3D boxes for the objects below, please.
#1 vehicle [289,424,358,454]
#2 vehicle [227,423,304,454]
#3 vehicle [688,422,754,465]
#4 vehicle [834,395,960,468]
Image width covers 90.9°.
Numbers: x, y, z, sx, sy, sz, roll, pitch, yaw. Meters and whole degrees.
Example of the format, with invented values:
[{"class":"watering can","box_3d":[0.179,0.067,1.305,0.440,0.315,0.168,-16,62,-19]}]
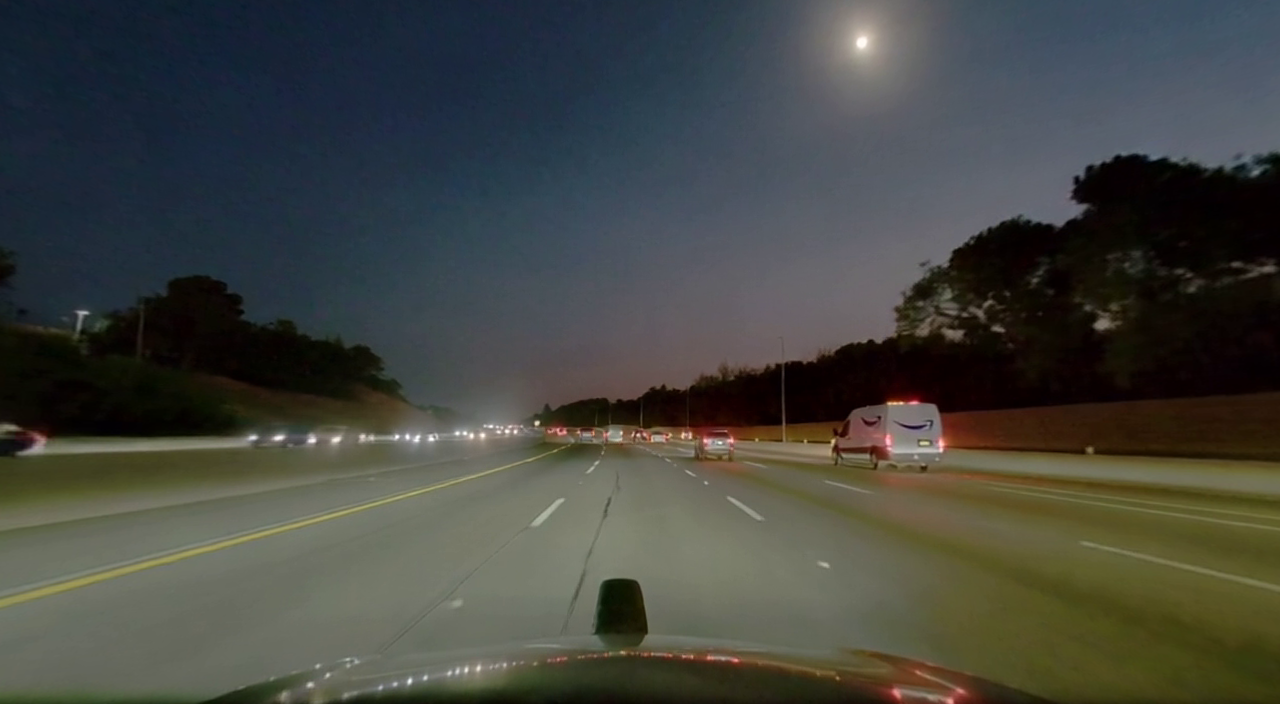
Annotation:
[{"class":"vehicle","box_3d":[-18.531,5.124,37.132,1.875,1.585,4.514,0,-8,-2]},{"class":"vehicle","box_3d":[-22.363,5.205,37.917,2.015,1.695,4.505,0,-8,-3]},{"class":"vehicle","box_3d":[3.493,4.074,28.117,2.141,1.732,4.279,0,-8,-3]},{"class":"vehicle","box_3d":[10.997,3.537,27.796,2.274,2.802,6.802,0,-8,-4]}]
